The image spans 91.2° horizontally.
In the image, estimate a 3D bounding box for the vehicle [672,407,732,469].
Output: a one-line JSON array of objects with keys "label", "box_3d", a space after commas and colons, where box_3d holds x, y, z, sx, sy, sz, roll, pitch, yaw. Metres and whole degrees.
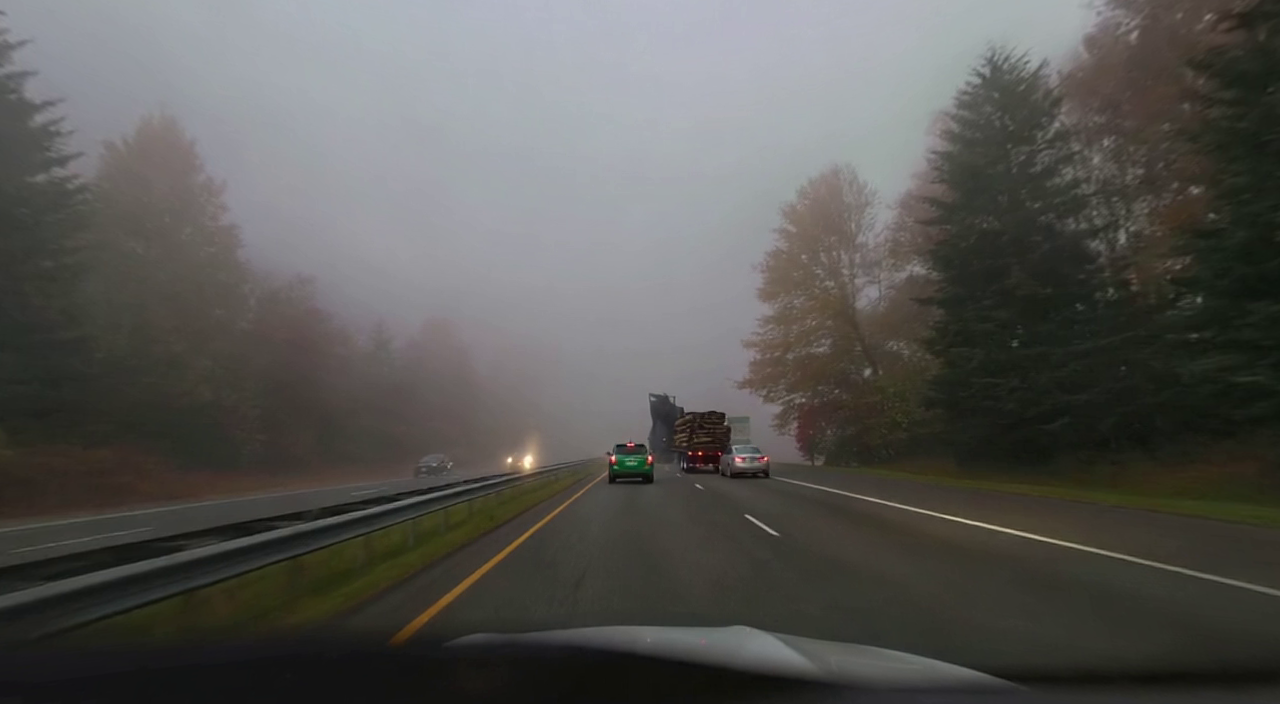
[{"label": "vehicle", "box_3d": [4.224, 6.166, 44.603, 3.125, 3.895, 8.461, 0, -9, -2]}]

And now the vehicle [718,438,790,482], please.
[{"label": "vehicle", "box_3d": [4.612, 4.445, 26.050, 2.057, 1.660, 4.525, 0, -9, -1]}]

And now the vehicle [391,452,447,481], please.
[{"label": "vehicle", "box_3d": [-13.718, 7.098, 39.108, 1.965, 1.625, 4.309, 0, -9, -1]}]

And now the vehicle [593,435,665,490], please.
[{"label": "vehicle", "box_3d": [-0.387, 3.795, 21.869, 2.263, 1.699, 3.936, 0, -9, -1]}]

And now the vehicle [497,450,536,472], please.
[{"label": "vehicle", "box_3d": [-9.143, 8.089, 46.784, 1.999, 1.498, 4.105, -1, -9, 1]}]
